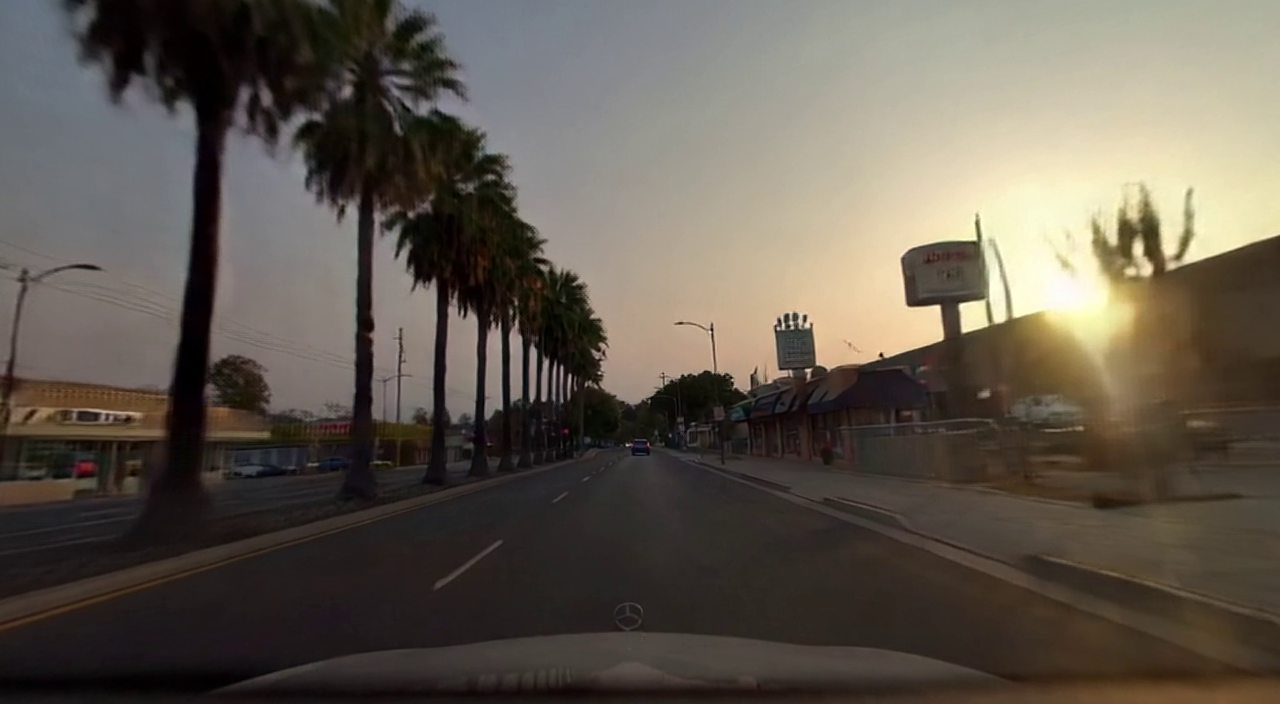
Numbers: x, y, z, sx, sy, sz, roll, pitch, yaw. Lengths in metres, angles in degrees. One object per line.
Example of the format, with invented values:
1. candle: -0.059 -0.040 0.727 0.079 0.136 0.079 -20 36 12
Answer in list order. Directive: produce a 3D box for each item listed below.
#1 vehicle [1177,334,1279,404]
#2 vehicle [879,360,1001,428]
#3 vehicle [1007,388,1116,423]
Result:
1. vehicle: 22.122 0.457 21.544 5.257 1.921 2.104 -14 -16 42
2. vehicle: 11.367 1.710 23.625 5.186 2.000 2.226 10 -12 -41
3. vehicle: 23.354 3.019 34.977 4.630 1.473 1.702 -6 -13 17
